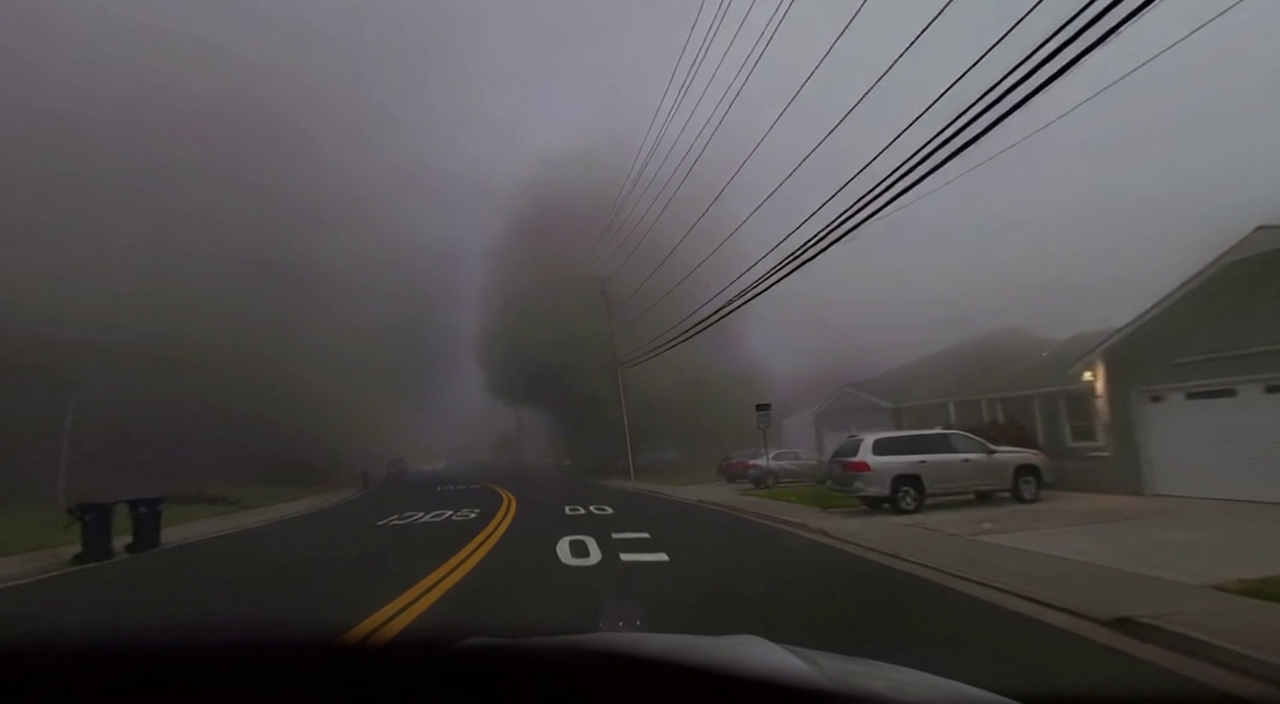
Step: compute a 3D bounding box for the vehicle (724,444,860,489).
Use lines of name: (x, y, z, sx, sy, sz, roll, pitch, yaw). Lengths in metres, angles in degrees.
vehicle: (5.506, 4.135, 23.154, 4.382, 1.531, 1.925, 2, -8, -11)

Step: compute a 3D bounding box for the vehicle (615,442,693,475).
vehicle: (0.869, 6.535, 39.023, 4.337, 1.768, 1.962, 0, -8, -19)

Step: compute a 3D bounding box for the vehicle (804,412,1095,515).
vehicle: (6.616, 2.442, 13.909, 5.229, 1.790, 2.153, -2, -11, -7)
